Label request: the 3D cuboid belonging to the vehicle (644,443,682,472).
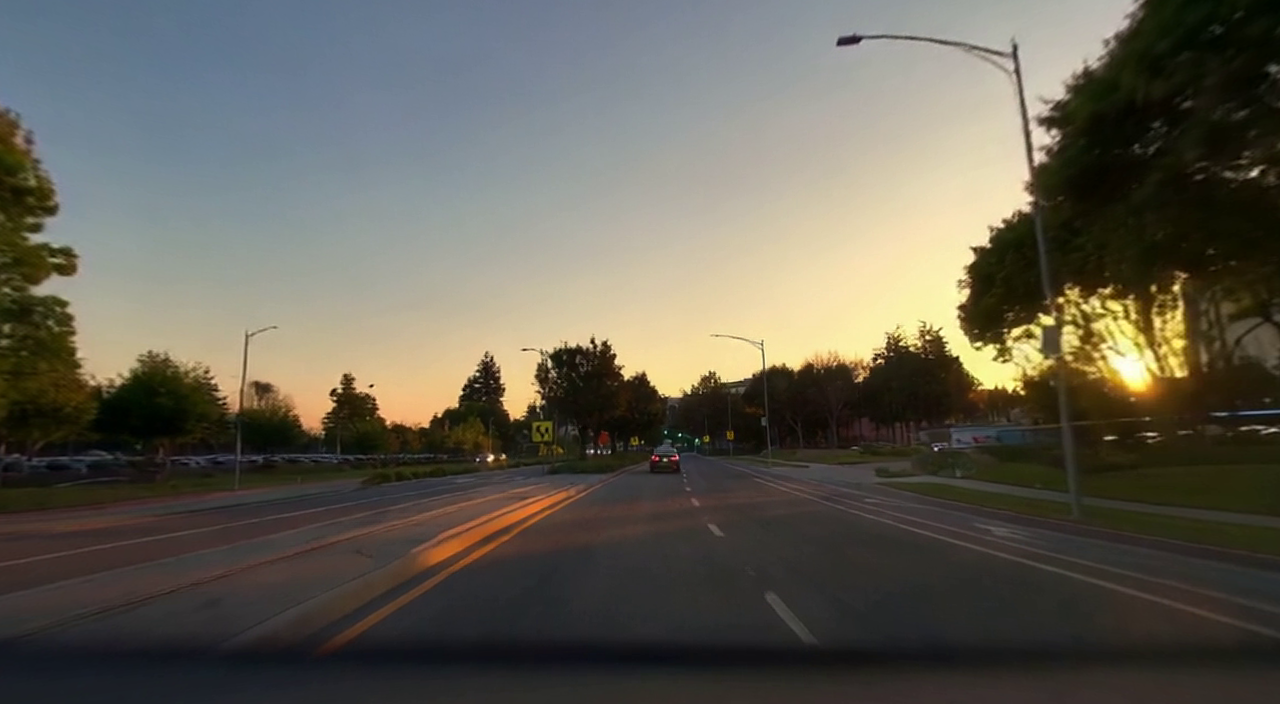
[{"bbox_3d":[1.366,6.378,38.333,2.158,1.600,3.865,-1,-8,2],"label":"vehicle"}]
